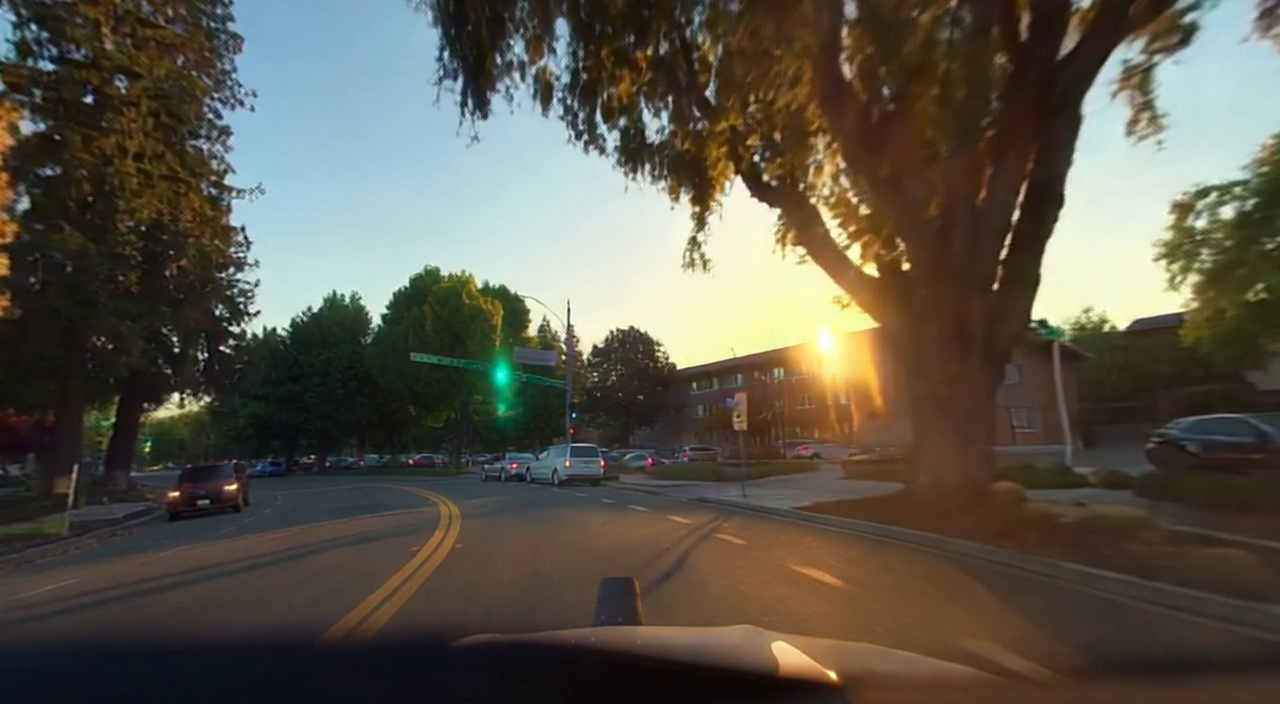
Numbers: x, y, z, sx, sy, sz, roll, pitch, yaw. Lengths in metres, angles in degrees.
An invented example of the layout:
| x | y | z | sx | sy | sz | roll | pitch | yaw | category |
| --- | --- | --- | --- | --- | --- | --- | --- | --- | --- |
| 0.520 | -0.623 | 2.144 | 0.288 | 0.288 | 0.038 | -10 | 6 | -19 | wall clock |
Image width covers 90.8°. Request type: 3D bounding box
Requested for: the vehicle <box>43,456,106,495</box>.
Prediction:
| x | y | z | sx | sy | sz | roll | pitch | yaw | category |
| --- | --- | --- | --- | --- | --- | --- | --- | --- | --- |
| -42.070 | 9.071 | 46.961 | 5.472 | 2.223 | 2.382 | -3 | -5 | 37 | vehicle |

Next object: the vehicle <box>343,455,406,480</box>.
| x | y | z | sx | sy | sz | roll | pitch | yaw | category |
| --- | --- | --- | --- | --- | --- | --- | --- | --- | --- |
| -17.985 | 7.774 | 42.721 | 4.713 | 1.508 | 1.884 | -7 | -11 | 40 | vehicle |

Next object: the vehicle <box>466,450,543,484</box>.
| x | y | z | sx | sy | sz | roll | pitch | yaw | category |
| --- | --- | --- | --- | --- | --- | --- | --- | --- | --- |
| -6.919 | 5.751 | 31.918 | 2.066 | 1.509 | 4.579 | 6 | -10 | -36 | vehicle |

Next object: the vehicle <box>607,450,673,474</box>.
| x | y | z | sx | sy | sz | roll | pitch | yaw | category |
| --- | --- | --- | --- | --- | --- | --- | --- | --- | --- |
| 0.056 | 7.005 | 40.529 | 2.218 | 1.373 | 4.156 | -7 | -10 | 35 | vehicle |

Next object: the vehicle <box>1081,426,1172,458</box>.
| x | y | z | sx | sy | sz | roll | pitch | yaw | category |
| --- | --- | --- | --- | --- | --- | --- | --- | --- | --- |
| 30.010 | 5.547 | 39.048 | 4.251 | 1.666 | 2.136 | -7 | -5 | 39 | vehicle |

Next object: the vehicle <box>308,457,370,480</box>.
| x | y | z | sx | sy | sz | roll | pitch | yaw | category |
| --- | --- | --- | --- | --- | --- | --- | --- | --- | --- |
| -22.010 | 8.431 | 46.079 | 4.789 | 1.509 | 2.016 | -6 | -11 | 37 | vehicle |

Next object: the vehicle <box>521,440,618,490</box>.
| x | y | z | sx | sy | sz | roll | pitch | yaw | category |
| --- | --- | --- | --- | --- | --- | --- | --- | --- | --- |
| -2.956 | 4.475 | 25.509 | 2.289 | 1.785 | 4.944 | 4 | -9 | -26 | vehicle |

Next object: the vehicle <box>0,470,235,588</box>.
| x | y | z | sx | sy | sz | roll | pitch | yaw | category |
| --- | --- | --- | --- | --- | --- | --- | --- | --- | --- |
| -9.335 | 2.622 | 9.696 | 2.876 | 1.170 | 6.732 | -3 | -8 | -10 | vehicle |

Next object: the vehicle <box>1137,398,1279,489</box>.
| x | y | z | sx | sy | sz | roll | pitch | yaw | category |
| --- | --- | --- | --- | --- | --- | --- | --- | --- | --- |
| 12.604 | 1.785 | 12.350 | 4.248 | 1.657 | 1.940 | -5 | -10 | 32 | vehicle |
